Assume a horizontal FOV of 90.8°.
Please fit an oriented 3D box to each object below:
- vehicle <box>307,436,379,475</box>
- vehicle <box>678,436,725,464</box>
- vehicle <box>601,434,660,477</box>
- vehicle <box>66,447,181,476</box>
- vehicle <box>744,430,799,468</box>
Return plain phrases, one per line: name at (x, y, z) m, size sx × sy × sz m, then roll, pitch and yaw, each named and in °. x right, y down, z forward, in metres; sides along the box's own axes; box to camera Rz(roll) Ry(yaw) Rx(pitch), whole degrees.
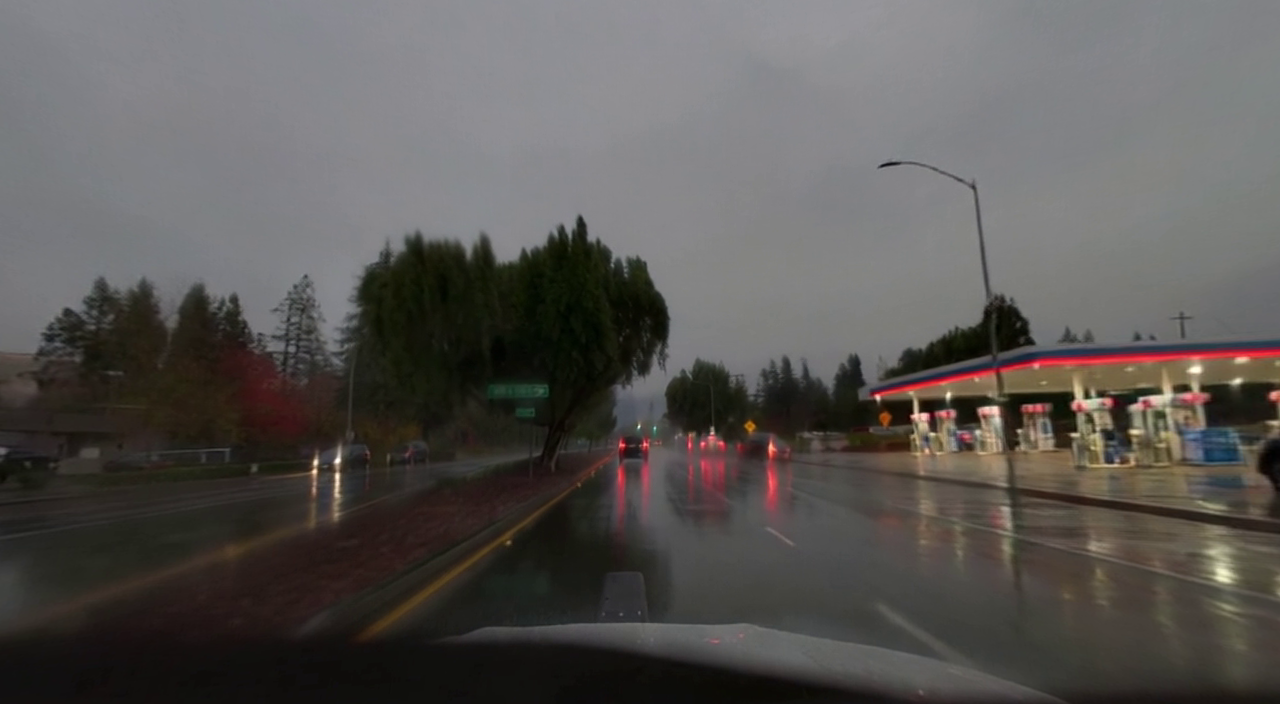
vehicle at (-18.930, 6.548, 40.600) m, size 2.222 × 2.141 × 5.390 m, roll -1°, pitch -6°, yaw -3°
vehicle at (3.355, 5.467, 35.339) m, size 2.124 × 1.476 × 4.730 m, roll 0°, pitch -8°, yaw -1°
vehicle at (-0.298, 3.884, 23.919) m, size 2.052 × 1.488 × 3.779 m, roll 0°, pitch -8°, yaw 1°
vehicle at (-27.498, 5.831, 33.713) m, size 4.413 × 1.451 × 1.882 m, roll 0°, pitch -9°, yaw 0°
vehicle at (6.538, 4.885, 31.918) m, size 2.117 × 1.757 × 4.969 m, roll -1°, pitch -9°, yaw 5°
